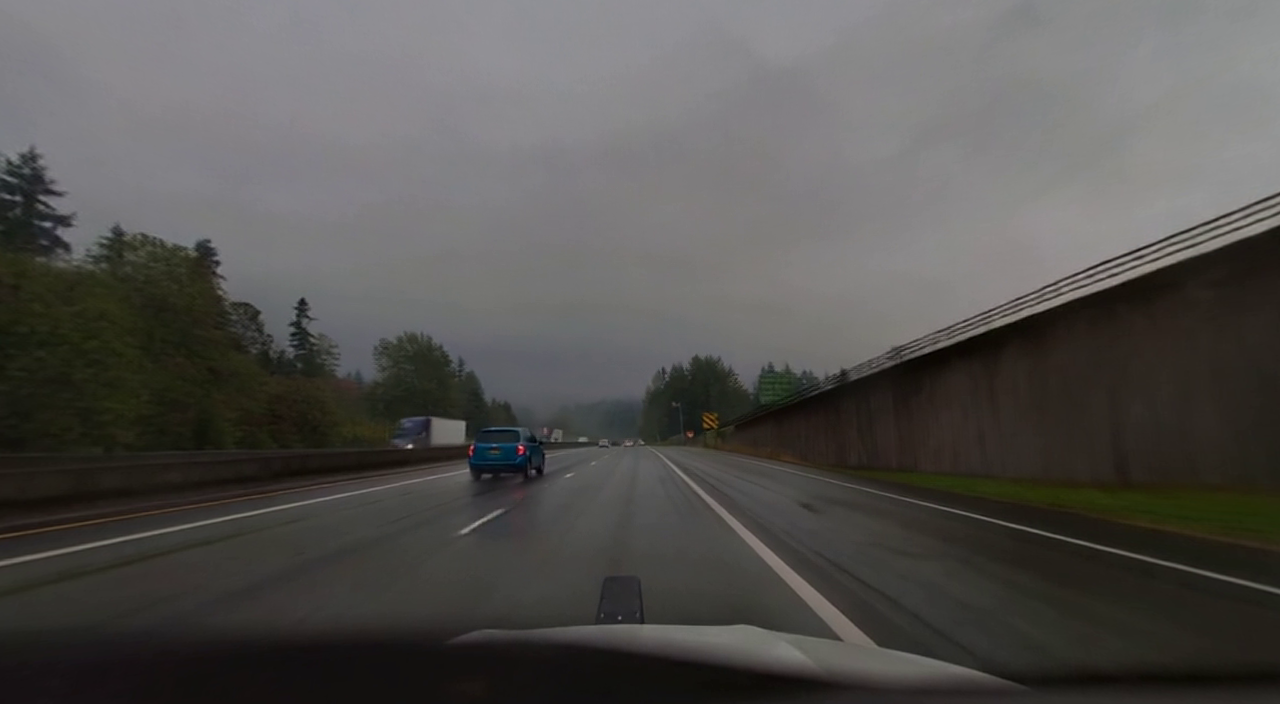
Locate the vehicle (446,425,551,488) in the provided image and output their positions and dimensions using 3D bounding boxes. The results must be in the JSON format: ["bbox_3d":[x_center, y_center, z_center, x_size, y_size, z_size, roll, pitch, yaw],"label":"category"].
[{"bbox_3d":[-4.150,3.139,19.219,2.125,1.662,4.336,0,-8,1],"label":"vehicle"}]
